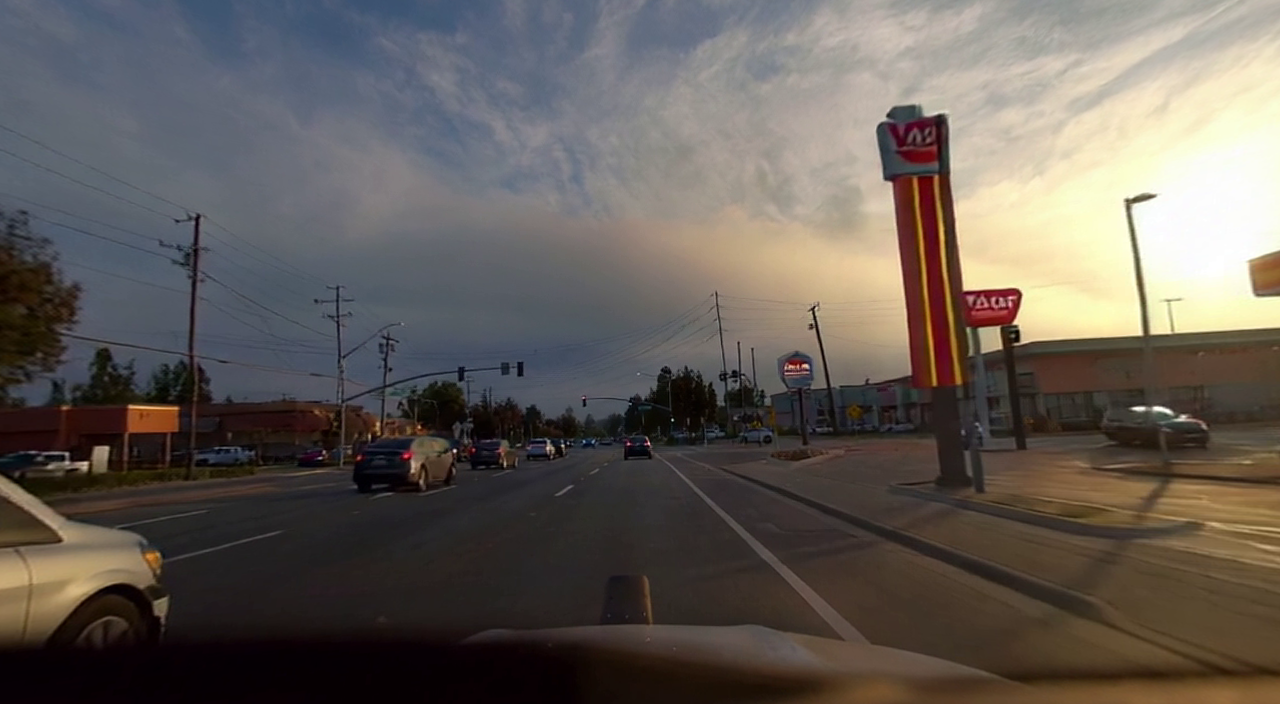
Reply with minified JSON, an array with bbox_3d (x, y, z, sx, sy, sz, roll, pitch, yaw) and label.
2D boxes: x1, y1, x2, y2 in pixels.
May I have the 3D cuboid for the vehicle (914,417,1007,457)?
[{"bbox_3d":[15.924,4.290,31.642,2.116,1.849,4.806,0,-8,0],"label":"vehicle"}]

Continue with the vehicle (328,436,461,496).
[{"bbox_3d":[-6.730,3.142,17.874,1.960,1.468,4.345,0,-8,1],"label":"vehicle"}]

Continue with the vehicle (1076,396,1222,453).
[{"bbox_3d":[23.640,3.486,29.708,2.314,2.302,5.730,-4,-8,5],"label":"vehicle"}]

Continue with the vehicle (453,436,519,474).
[{"bbox_3d":[-6.733,4.527,27.995,1.804,1.513,4.191,0,-8,1],"label":"vehicle"}]

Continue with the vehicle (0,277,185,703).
[{"bbox_3d":[-3.261,0.445,0.506,2.190,1.844,4.751,0,-8,0],"label":"vehicle"}]

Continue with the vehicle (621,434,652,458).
[{"bbox_3d":[-0.245,7.043,47.449,2.211,1.717,4.379,0,-8,1],"label":"vehicle"}]

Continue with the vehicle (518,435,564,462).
[{"bbox_3d":[-6.326,6.257,40.852,2.130,1.636,4.427,0,-8,2],"label":"vehicle"}]
